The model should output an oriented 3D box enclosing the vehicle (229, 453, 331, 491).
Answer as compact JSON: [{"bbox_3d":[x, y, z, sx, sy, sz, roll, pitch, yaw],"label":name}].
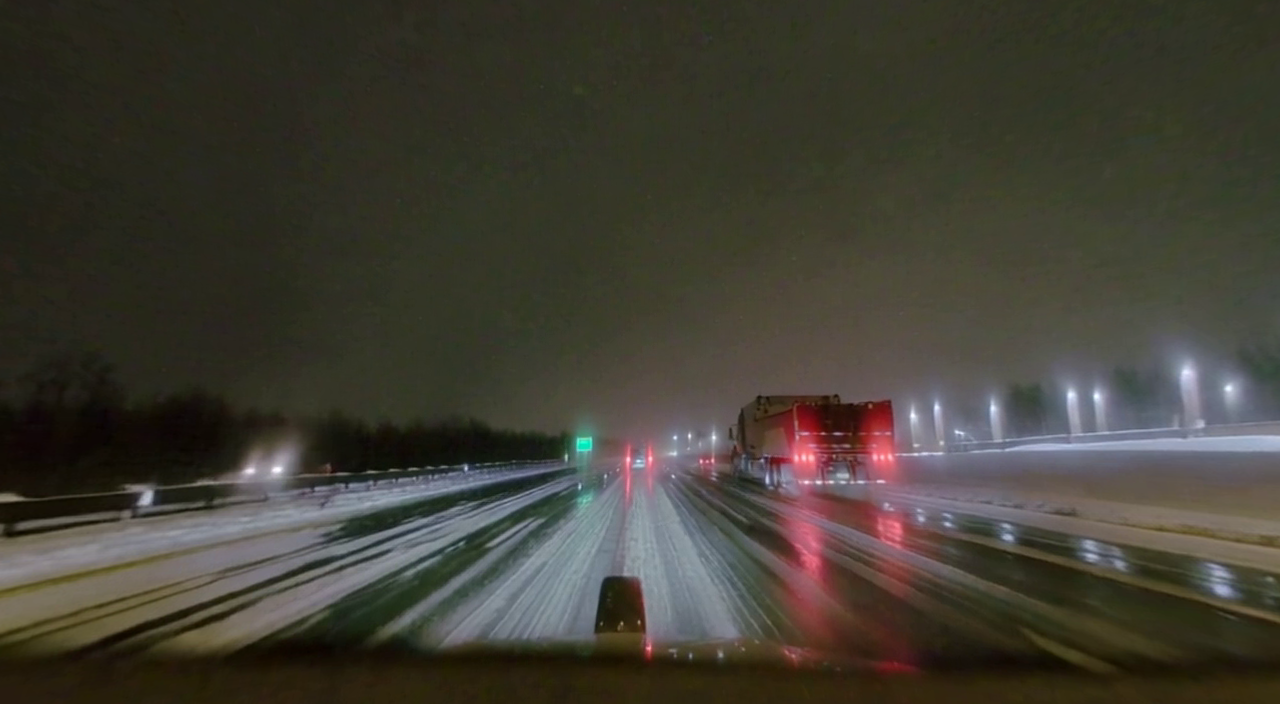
[{"bbox_3d":[-15.721,5.232,27.875,1.913,1.507,4.426,0,-9,0],"label":"vehicle"}]

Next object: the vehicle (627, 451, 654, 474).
[{"bbox_3d":[0.066,7.184,41.208,1.695,1.437,3.506,0,-9,1],"label":"vehicle"}]
